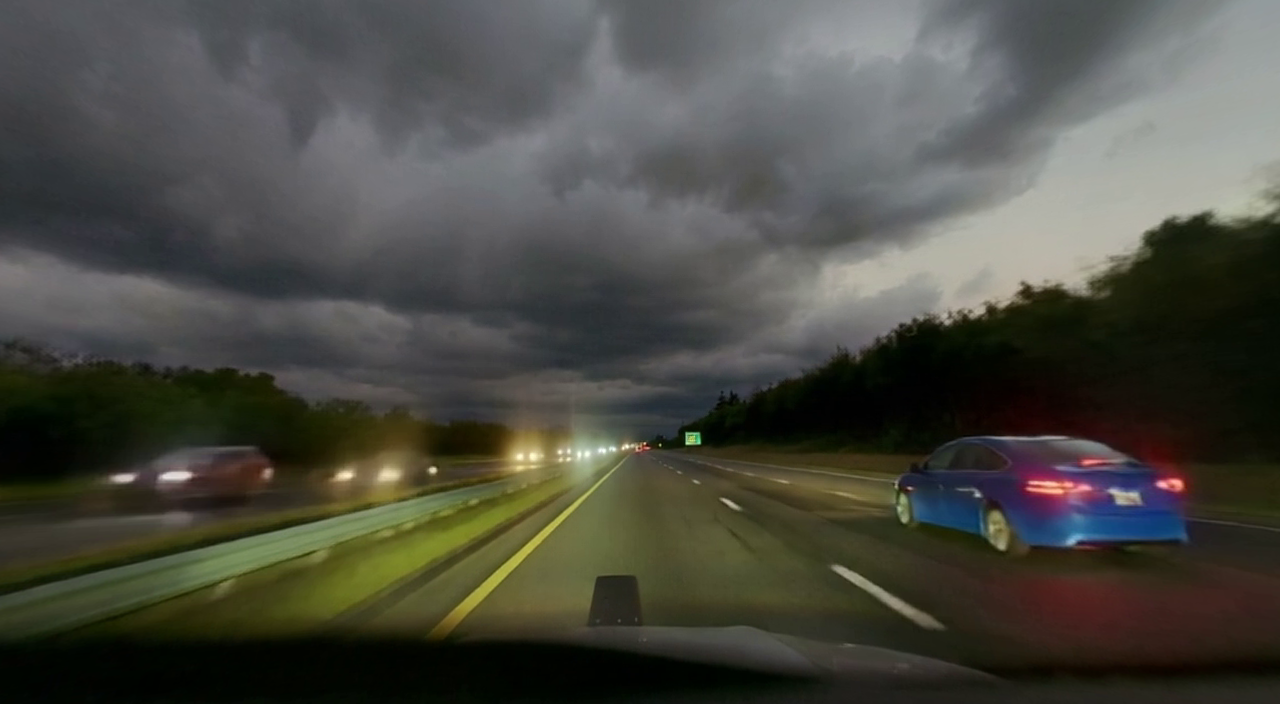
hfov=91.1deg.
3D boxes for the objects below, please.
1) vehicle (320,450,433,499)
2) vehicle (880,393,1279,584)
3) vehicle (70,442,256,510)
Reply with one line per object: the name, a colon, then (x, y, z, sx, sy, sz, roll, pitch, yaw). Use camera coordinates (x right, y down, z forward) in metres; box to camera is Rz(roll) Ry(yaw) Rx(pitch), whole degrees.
vehicle: (-8.798, 4.103, 21.490, 2.036, 1.482, 4.349, 0, -9, -1)
vehicle: (5.201, 1.646, 8.337, 2.117, 1.783, 4.627, 0, -9, -1)
vehicle: (-13.197, 3.426, 17.825, 2.024, 1.663, 4.158, 0, -9, -1)
